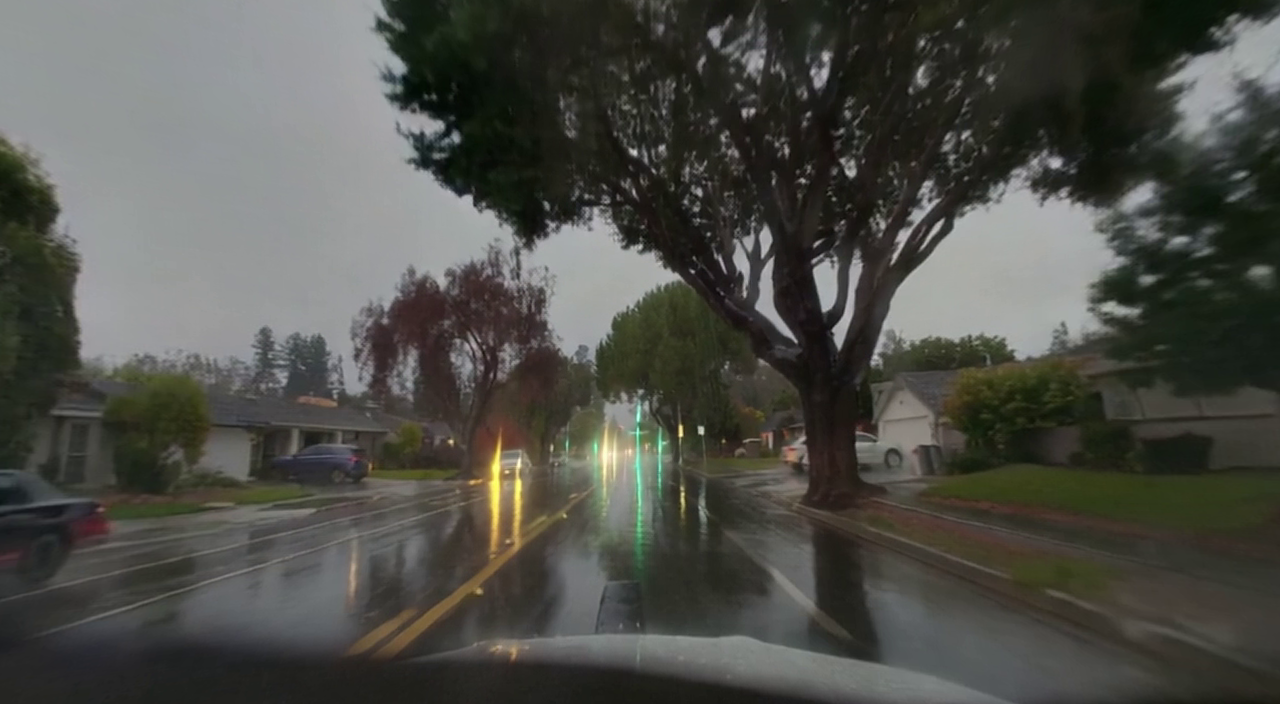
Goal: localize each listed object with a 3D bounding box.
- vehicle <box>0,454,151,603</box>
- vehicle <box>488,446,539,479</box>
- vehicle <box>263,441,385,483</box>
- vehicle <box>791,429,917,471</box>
[{"bbox_3d":[-7.529,1.839,6.131,1.973,1.500,4.781,-5,-9,-3],"label":"vehicle"},{"bbox_3d":[-7.861,6.887,39.752,2.122,1.739,4.770,-5,-8,0],"label":"vehicle"},{"bbox_3d":[-14.648,5.115,29.438,4.602,1.847,1.976,-1,-9,4],"label":"vehicle"},{"bbox_3d":[8.934,4.128,26.648,4.535,1.697,1.968,0,-9,-1],"label":"vehicle"}]
